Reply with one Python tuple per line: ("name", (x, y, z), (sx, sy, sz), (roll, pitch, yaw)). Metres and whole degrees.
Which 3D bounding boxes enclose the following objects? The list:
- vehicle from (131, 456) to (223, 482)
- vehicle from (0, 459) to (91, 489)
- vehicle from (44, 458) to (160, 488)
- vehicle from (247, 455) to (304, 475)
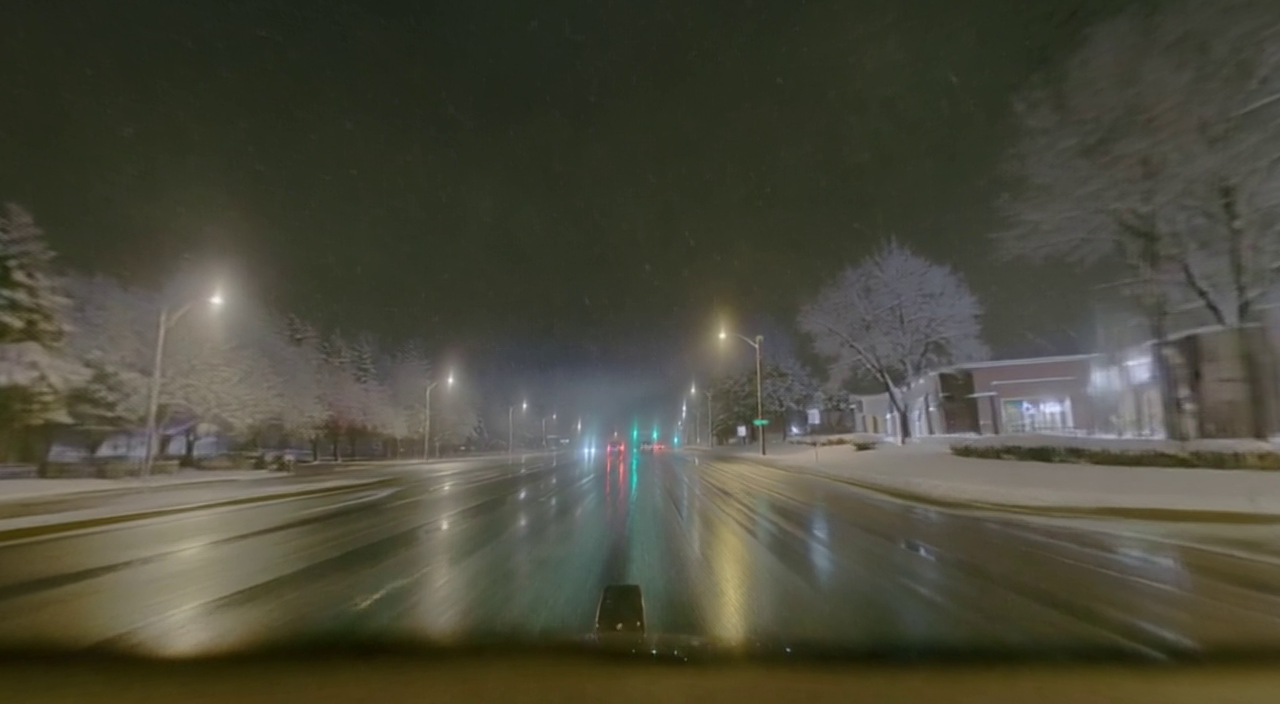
("vehicle", (-29.276, 7.391, 40.191), (1.960, 1.478, 4.949), (-1, -9, 3))
("vehicle", (-31.826, 6.447, 33.581), (1.815, 1.401, 3.775), (-1, -9, 2))
("vehicle", (-29.319, 6.597, 34.700), (1.920, 1.442, 4.998), (-1, -9, 2))
("vehicle", (-28.692, 8.888, 49.913), (1.882, 1.401, 4.476), (0, -9, -1))
